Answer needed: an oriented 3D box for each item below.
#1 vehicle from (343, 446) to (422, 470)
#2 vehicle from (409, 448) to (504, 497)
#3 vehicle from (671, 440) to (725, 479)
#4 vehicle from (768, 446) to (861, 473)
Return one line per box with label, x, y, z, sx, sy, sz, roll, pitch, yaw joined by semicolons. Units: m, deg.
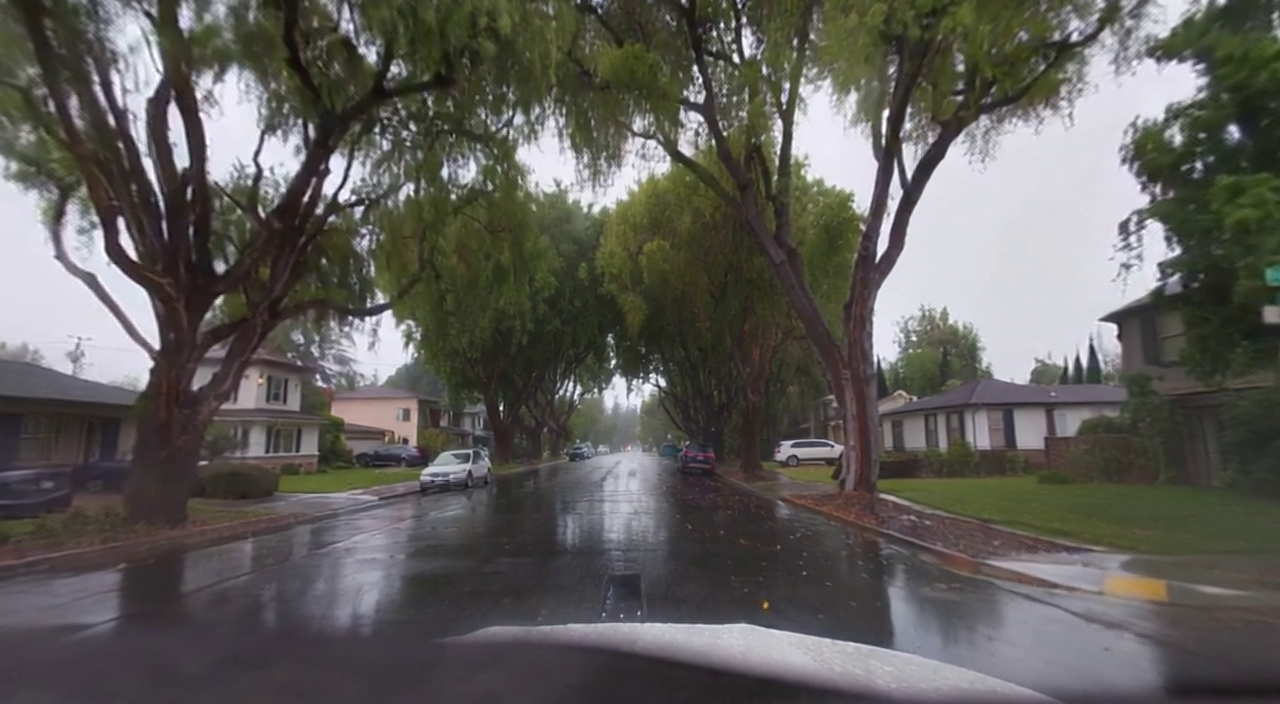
vehicle;-16.487;6.818;40.583;4.276;1.463;1.832;-1;-9;6
vehicle;-6.559;4.315;23.094;2.099;1.399;4.357;-4;-8;1
vehicle;2.952;5.651;33.475;2.241;1.875;5.059;0;-8;-2
vehicle;10.131;6.274;37.075;5.041;1.486;1.969;-1;-9;9
